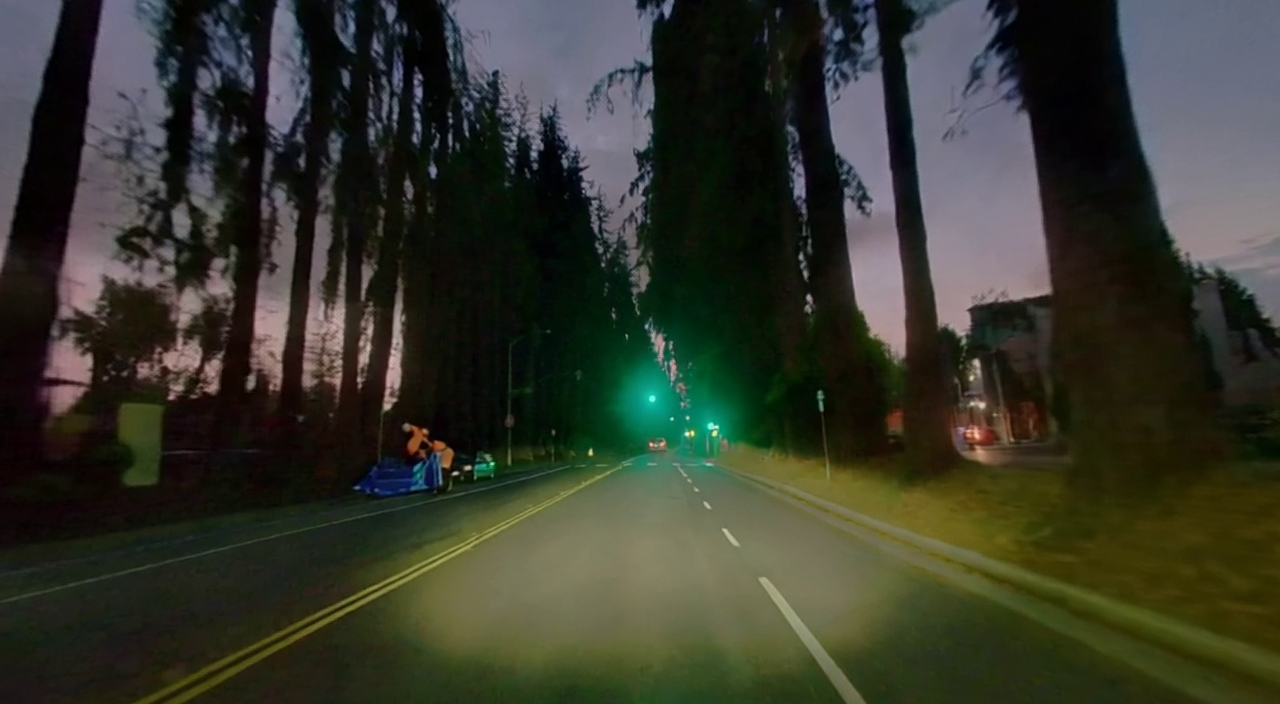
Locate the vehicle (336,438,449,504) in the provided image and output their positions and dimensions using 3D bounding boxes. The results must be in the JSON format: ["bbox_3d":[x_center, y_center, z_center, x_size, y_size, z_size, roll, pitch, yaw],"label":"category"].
[{"bbox_3d":[-8.355,4.005,21.788,1.998,1.814,4.559,-4,-7,1],"label":"vehicle"}]
